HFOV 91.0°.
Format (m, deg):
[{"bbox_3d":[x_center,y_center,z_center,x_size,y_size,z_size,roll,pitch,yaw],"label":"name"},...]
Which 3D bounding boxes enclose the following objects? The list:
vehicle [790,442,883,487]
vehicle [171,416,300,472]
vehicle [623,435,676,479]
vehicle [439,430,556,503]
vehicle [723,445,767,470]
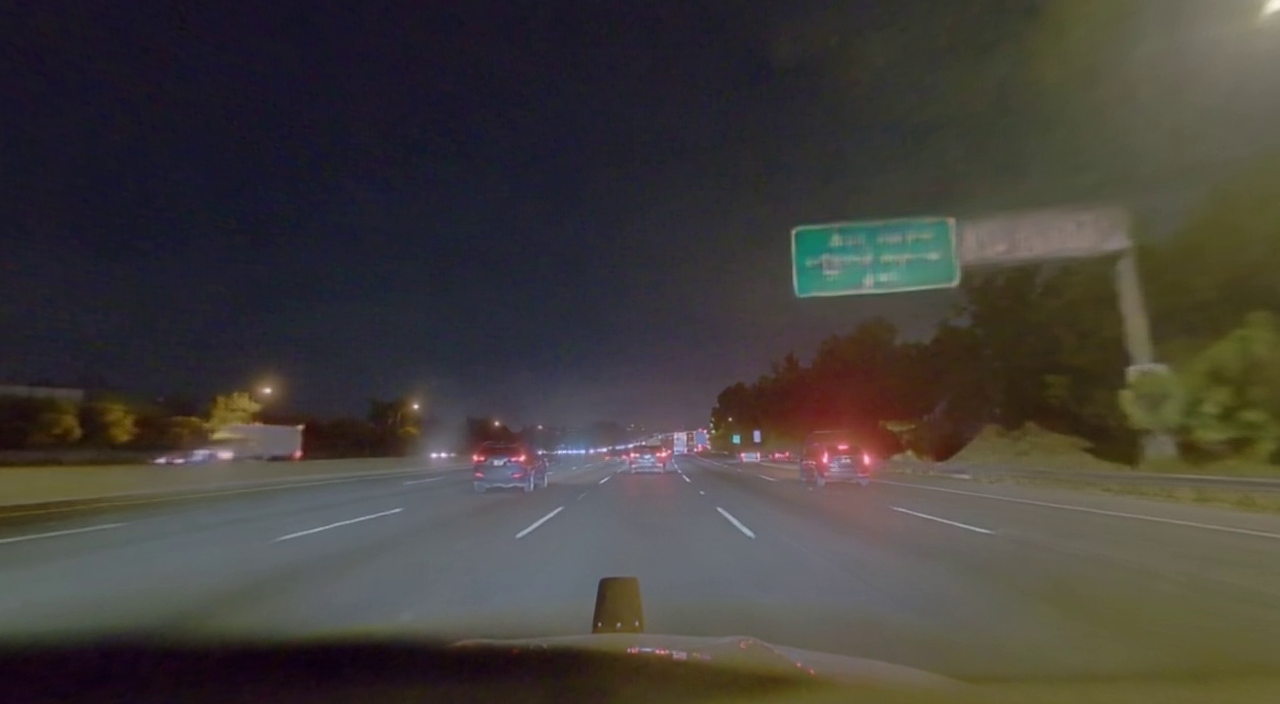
[{"bbox_3d":[6.984,4.035,22.871,1.936,1.480,4.373,0,-9,0],"label":"vehicle"},{"bbox_3d":[-29.432,6.828,46.493,2.878,3.719,9.010,-1,-9,5],"label":"vehicle"},{"bbox_3d":[0.435,4.847,29.243,2.270,1.862,4.949,0,-9,1],"label":"vehicle"},{"bbox_3d":[-3.785,3.136,17.593,2.142,1.759,4.297,0,-9,2],"label":"vehicle"},{"bbox_3d":[6.635,6.729,40.324,2.005,1.456,4.287,0,-9,-1],"label":"vehicle"}]
